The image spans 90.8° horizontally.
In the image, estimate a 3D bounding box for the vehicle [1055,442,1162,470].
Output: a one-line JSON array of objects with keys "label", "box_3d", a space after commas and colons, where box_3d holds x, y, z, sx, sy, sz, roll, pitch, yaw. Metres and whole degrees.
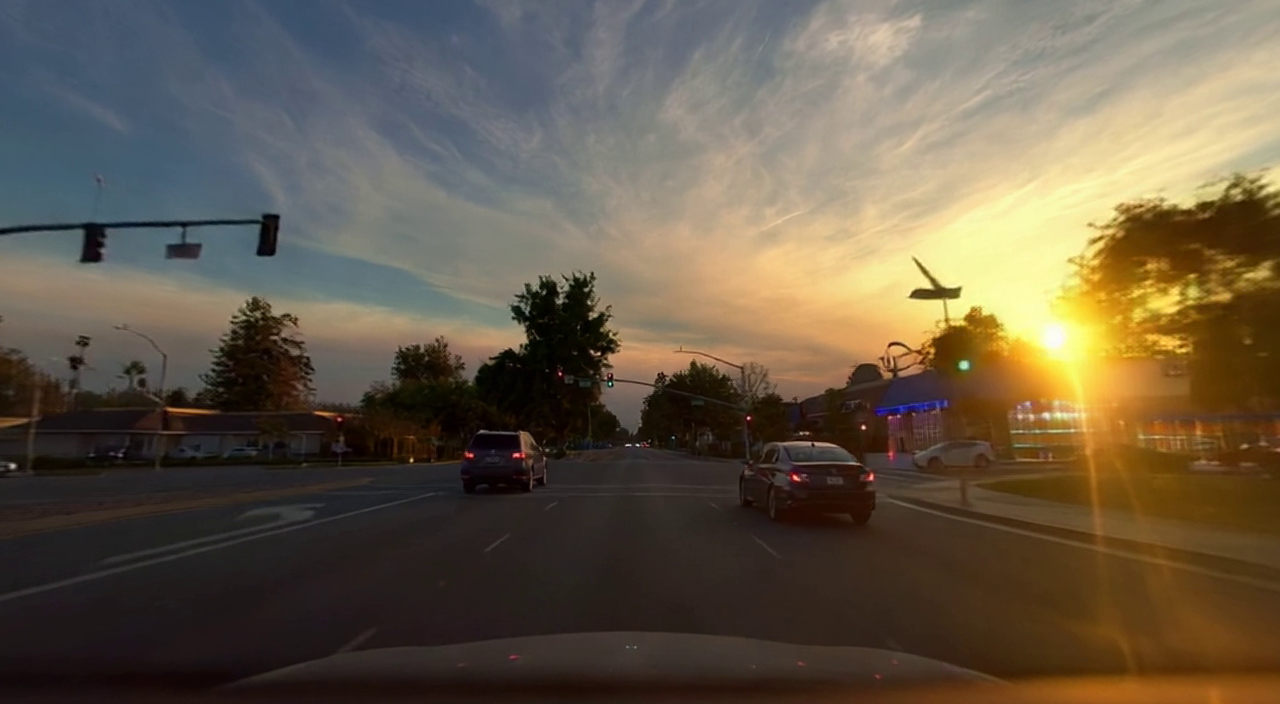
[{"label": "vehicle", "box_3d": [28.297, 6.273, 38.273, 4.874, 1.625, 1.930, 0, -9, 0]}]

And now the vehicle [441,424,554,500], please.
[{"label": "vehicle", "box_3d": [-3.711, 2.969, 17.400, 1.997, 1.806, 4.500, 0, -9, 1]}]

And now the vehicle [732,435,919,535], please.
[{"label": "vehicle", "box_3d": [3.205, 2.408, 12.143, 1.975, 1.502, 4.787, 0, -9, -2]}]

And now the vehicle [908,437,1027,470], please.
[{"label": "vehicle", "box_3d": [19.928, 6.228, 38.662, 5.886, 1.798, 2.407, -1, -9, 0]}]
